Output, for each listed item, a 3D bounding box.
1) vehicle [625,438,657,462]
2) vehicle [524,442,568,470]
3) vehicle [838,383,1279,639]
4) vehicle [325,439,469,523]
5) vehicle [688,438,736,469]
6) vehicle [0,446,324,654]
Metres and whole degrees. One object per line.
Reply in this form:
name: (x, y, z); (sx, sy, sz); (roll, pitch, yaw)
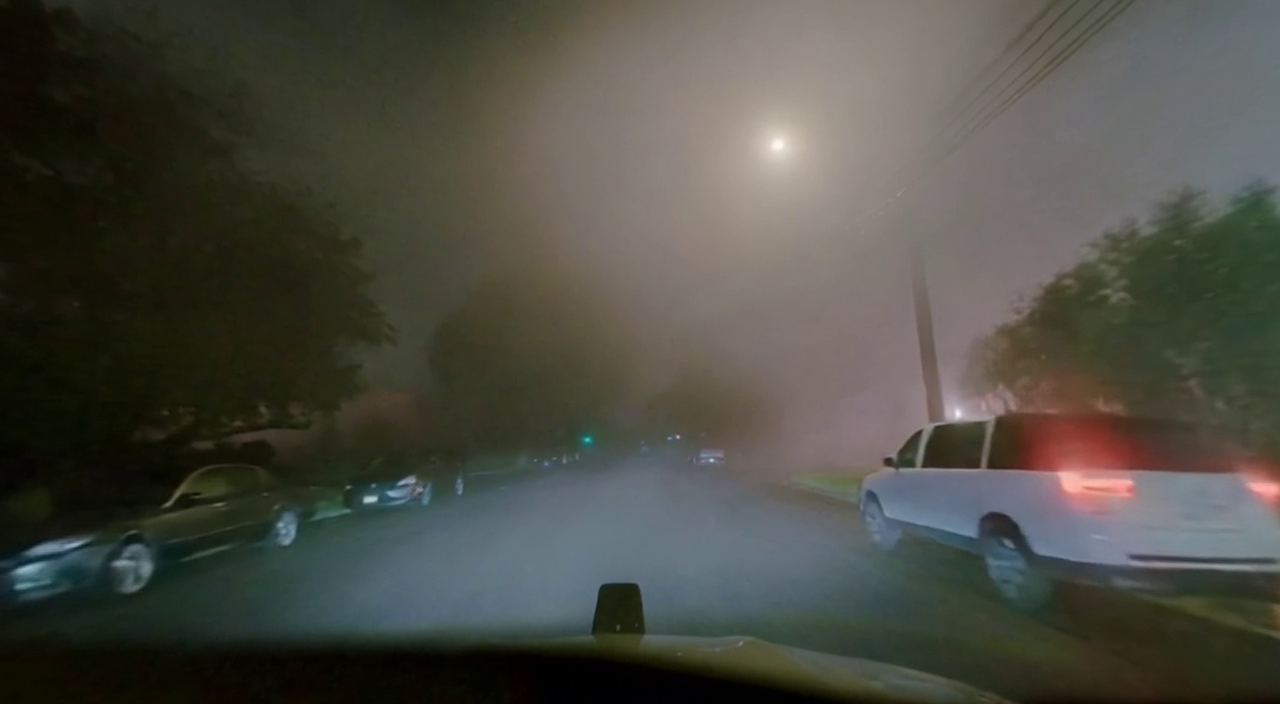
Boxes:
vehicle: (0.038, 6.663, 42.982); (2.062, 1.509, 4.305); (0, -8, -1)
vehicle: (-6.049, 6.755, 41.313); (2.094, 1.433, 5.740); (-4, -7, -2)
vehicle: (3.821, 1.387, 6.523); (2.108, 1.719, 4.339); (0, -8, 0)
vehicle: (-6.009, 3.160, 16.328); (1.769, 1.572, 4.990); (-4, -6, 0)
vehicle: (3.992, 5.708, 35.841); (2.144, 1.572, 5.026); (0, -8, 0)
vehicle: (-5.971, 1.987, 7.518); (1.930, 1.456, 4.965); (-3, -7, 0)
